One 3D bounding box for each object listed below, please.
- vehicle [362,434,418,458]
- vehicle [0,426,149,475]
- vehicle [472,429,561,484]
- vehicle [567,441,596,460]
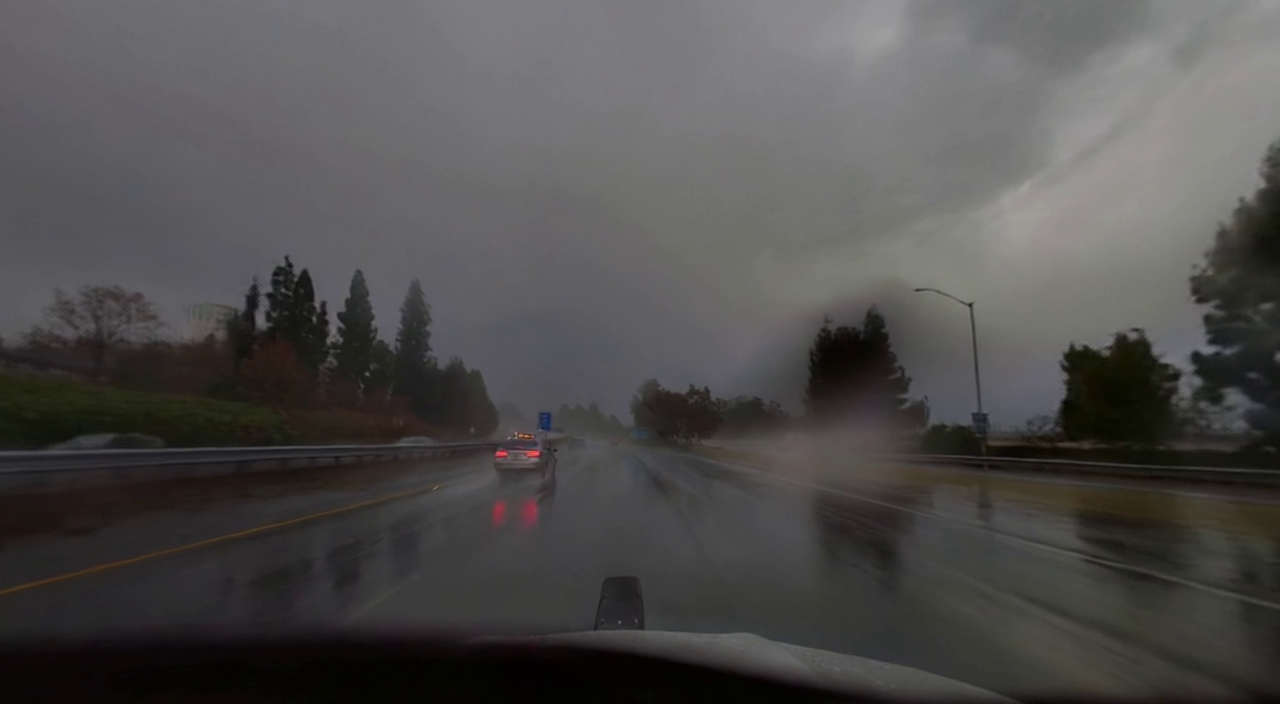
[{"bbox_3d":[-16.140,6.100,40.981,1.838,1.473,4.625,0,-8,-2],"label":"vehicle"},{"bbox_3d":[-19.754,3.406,22.023,1.885,1.527,4.124,0,-8,-2],"label":"vehicle"},{"bbox_3d":[-3.954,3.441,21.056,2.047,1.612,4.631,0,-8,0],"label":"vehicle"},{"bbox_3d":[-4.397,7.431,47.917,1.874,1.369,3.875,0,-8,-2],"label":"vehicle"}]
